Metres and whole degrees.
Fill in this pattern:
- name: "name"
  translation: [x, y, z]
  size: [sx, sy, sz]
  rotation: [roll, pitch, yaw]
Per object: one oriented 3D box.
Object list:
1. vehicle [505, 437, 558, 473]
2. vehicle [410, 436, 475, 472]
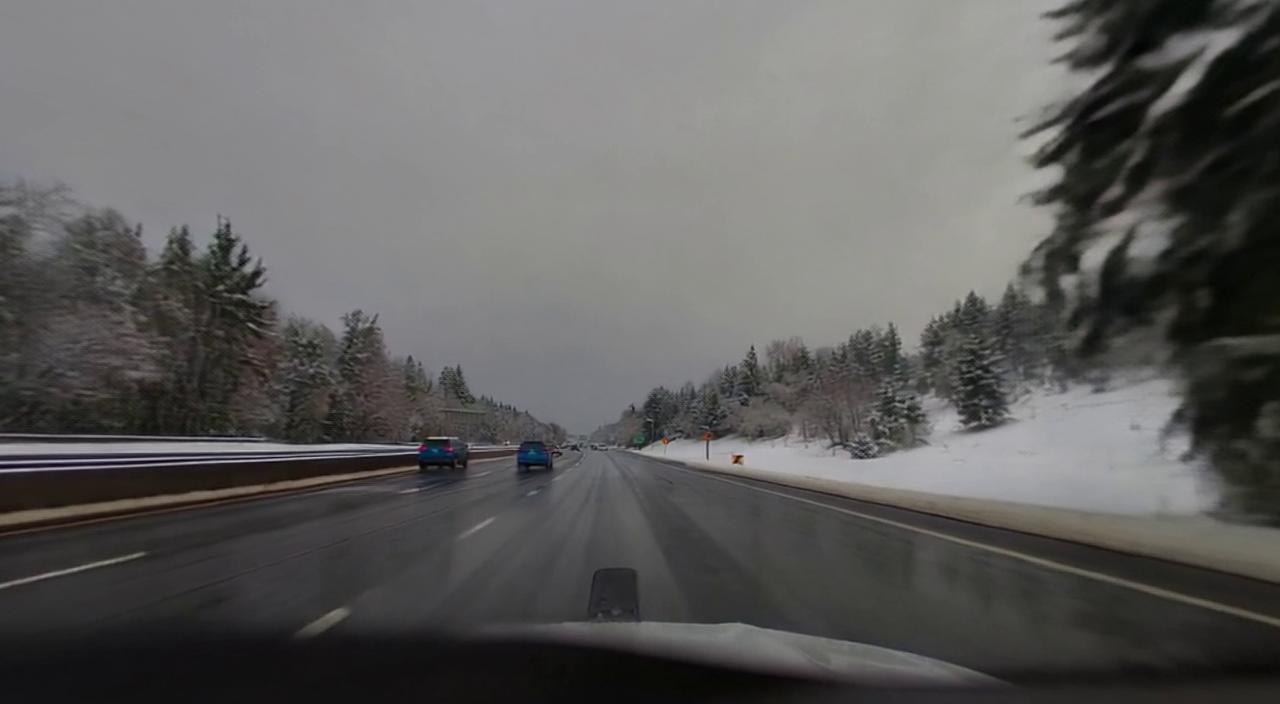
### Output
- name: "vehicle"
  translation: [-5.621, 5.412, 33.313]
  size: [2.146, 1.766, 4.502]
  rotation: [1, -9, -2]
- name: "vehicle"
  translation: [-9.886, 5.157, 32.014]
  size: [2.016, 1.711, 4.365]
  rotation: [1, -9, -2]
